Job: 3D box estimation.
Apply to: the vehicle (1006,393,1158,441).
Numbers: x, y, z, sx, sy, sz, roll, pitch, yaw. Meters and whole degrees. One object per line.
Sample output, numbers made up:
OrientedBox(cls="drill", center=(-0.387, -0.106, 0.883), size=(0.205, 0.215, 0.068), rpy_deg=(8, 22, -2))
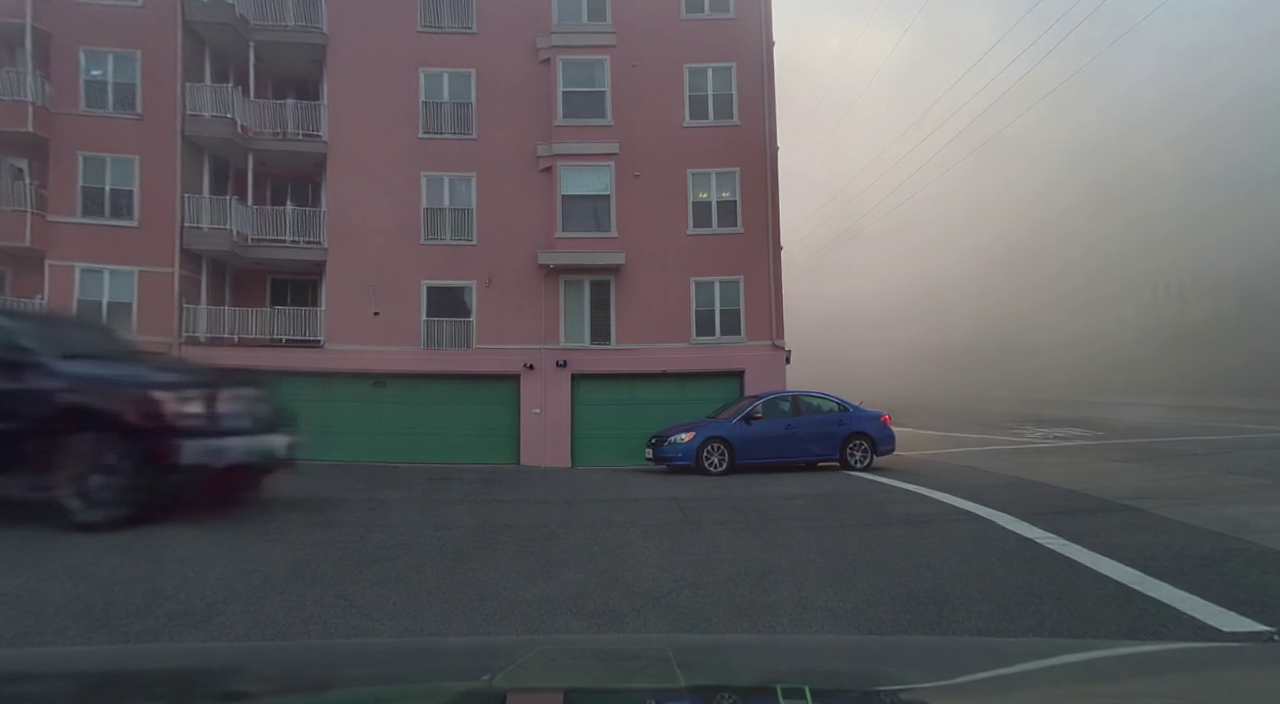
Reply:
OrientedBox(cls="vehicle", center=(15.783, 2.368, 22.679), size=(3.905, 1.475, 2.057), rpy_deg=(-2, -8, -2))

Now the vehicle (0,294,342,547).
OrientedBox(cls="vehicle", center=(-6.148, 0.669, 6.019), size=(5.448, 1.974, 2.176), rpy_deg=(0, -8, 0))

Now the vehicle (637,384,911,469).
OrientedBox(cls="vehicle", center=(2.301, 1.417, 11.838), size=(4.697, 1.444, 1.825), rpy_deg=(0, -8, -1))
